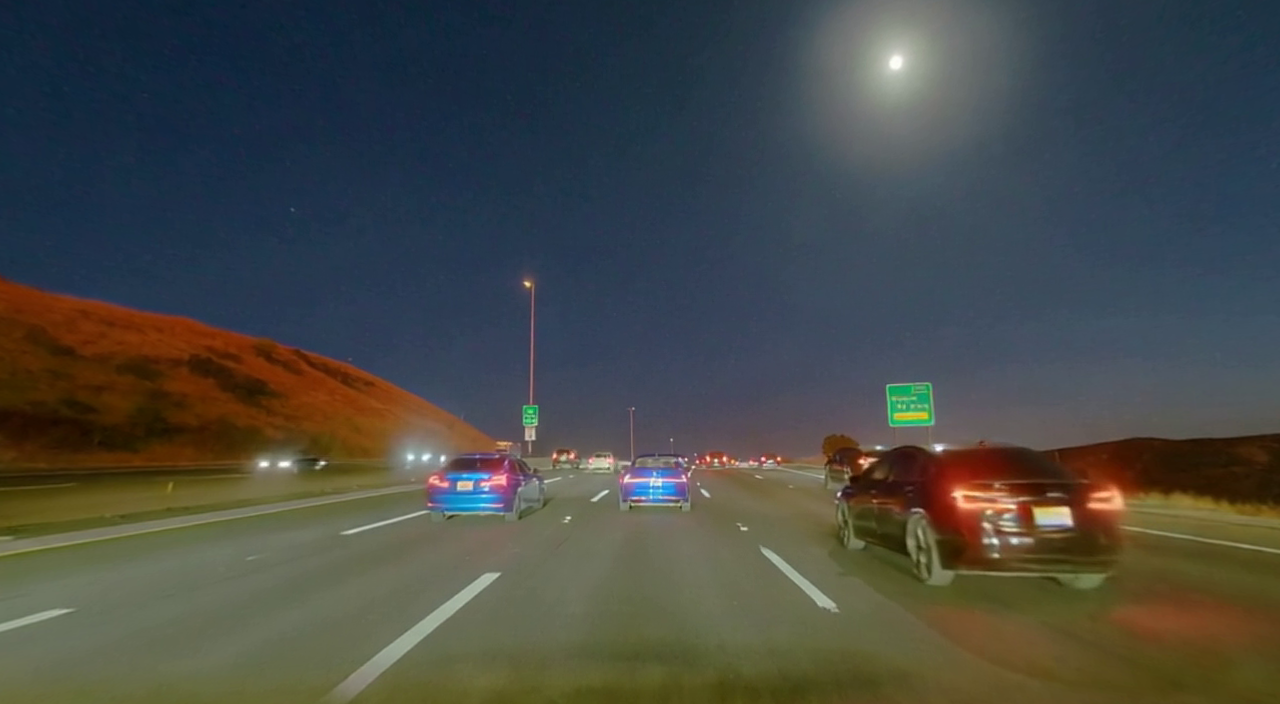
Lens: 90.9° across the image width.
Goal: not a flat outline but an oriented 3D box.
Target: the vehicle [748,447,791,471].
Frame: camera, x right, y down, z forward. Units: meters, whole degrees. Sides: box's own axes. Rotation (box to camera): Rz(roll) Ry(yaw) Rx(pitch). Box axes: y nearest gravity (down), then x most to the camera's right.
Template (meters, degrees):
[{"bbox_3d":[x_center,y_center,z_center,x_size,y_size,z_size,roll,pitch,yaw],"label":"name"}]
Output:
[{"bbox_3d":[8.501,7.045,41.779,2.097,1.515,4.593,-1,-9,2],"label":"vehicle"}]

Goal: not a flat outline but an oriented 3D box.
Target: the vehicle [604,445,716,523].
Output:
[{"bbox_3d":[0.402,2.745,13.669,2.072,1.431,3.904,0,-9,1],"label":"vehicle"}]

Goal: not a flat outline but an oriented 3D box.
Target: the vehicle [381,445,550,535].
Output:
[{"bbox_3d":[-3.168,2.592,12.556,2.017,1.446,4.384,0,-9,1],"label":"vehicle"}]

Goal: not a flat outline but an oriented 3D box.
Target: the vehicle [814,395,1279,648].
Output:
[{"bbox_3d":[3.523,1.502,6.699,2.083,1.693,4.740,0,-9,1],"label":"vehicle"}]

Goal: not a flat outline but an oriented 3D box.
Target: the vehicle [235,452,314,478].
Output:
[{"bbox_3d":[-23.297,7.189,40.424,2.072,1.472,4.716,-1,-9,2],"label":"vehicle"}]

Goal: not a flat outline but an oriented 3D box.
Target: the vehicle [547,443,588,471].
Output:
[{"bbox_3d":[-5.276,7.722,46.493,2.163,1.899,4.805,-1,-9,4],"label":"vehicle"}]
